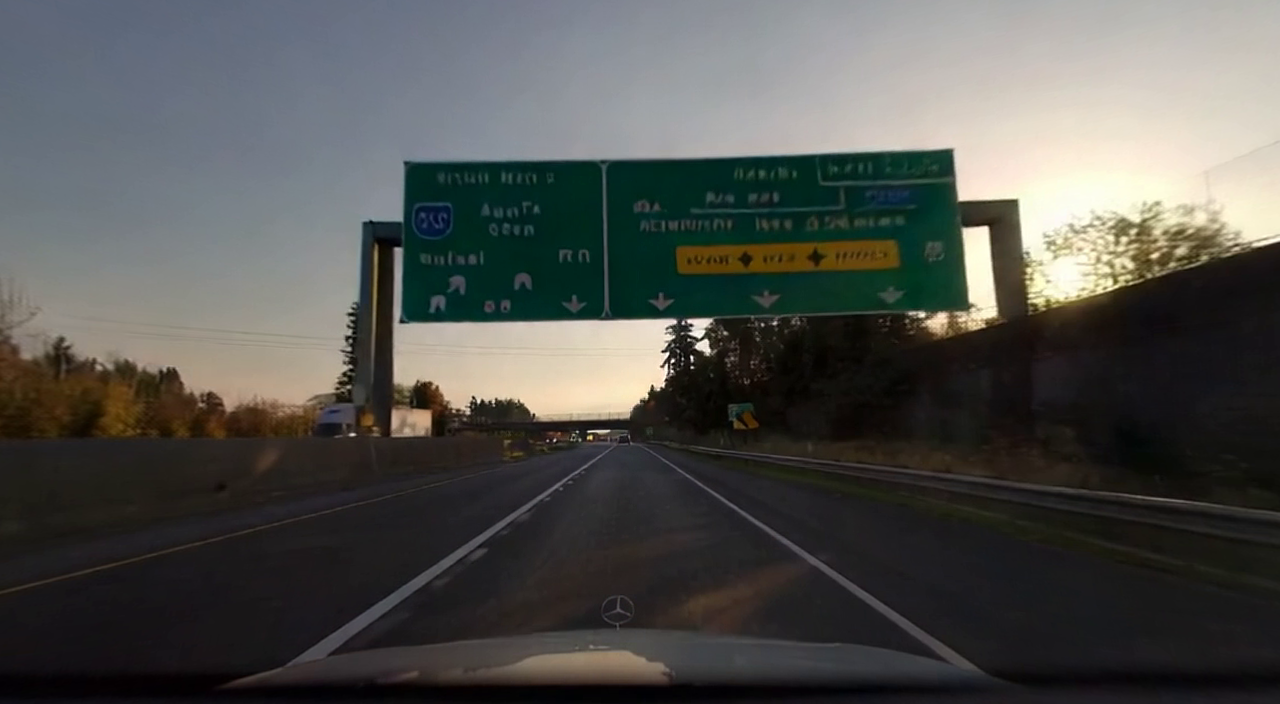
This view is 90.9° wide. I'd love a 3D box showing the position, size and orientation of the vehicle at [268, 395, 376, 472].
[{"bbox_3d":[-17.763,4.645,35.795,2.992,3.988,5.920,0,-8,-1],"label":"vehicle"}]
